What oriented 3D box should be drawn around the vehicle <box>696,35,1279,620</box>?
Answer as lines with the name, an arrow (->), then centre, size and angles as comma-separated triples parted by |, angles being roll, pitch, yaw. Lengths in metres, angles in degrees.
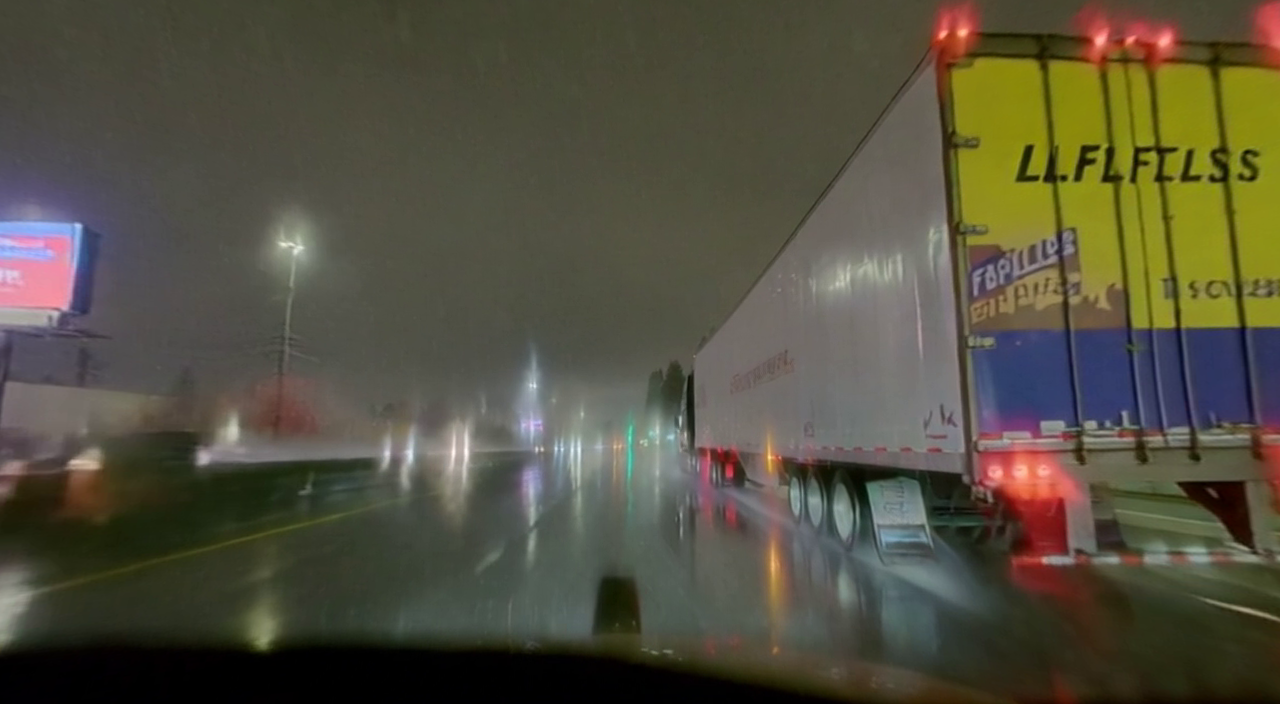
vehicle -> 3.620, 0.948, 13.155 | 2.891, 4.387, 17.121 | 0, -9, -1

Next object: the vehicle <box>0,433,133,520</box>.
vehicle -> -10.908, 2.110, 10.880 | 1.545, 1.369, 3.358 | 0, -9, -1

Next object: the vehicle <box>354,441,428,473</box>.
vehicle -> -14.781, 6.262, 37.948 | 2.203, 1.736, 5.504 | 0, -9, 0
